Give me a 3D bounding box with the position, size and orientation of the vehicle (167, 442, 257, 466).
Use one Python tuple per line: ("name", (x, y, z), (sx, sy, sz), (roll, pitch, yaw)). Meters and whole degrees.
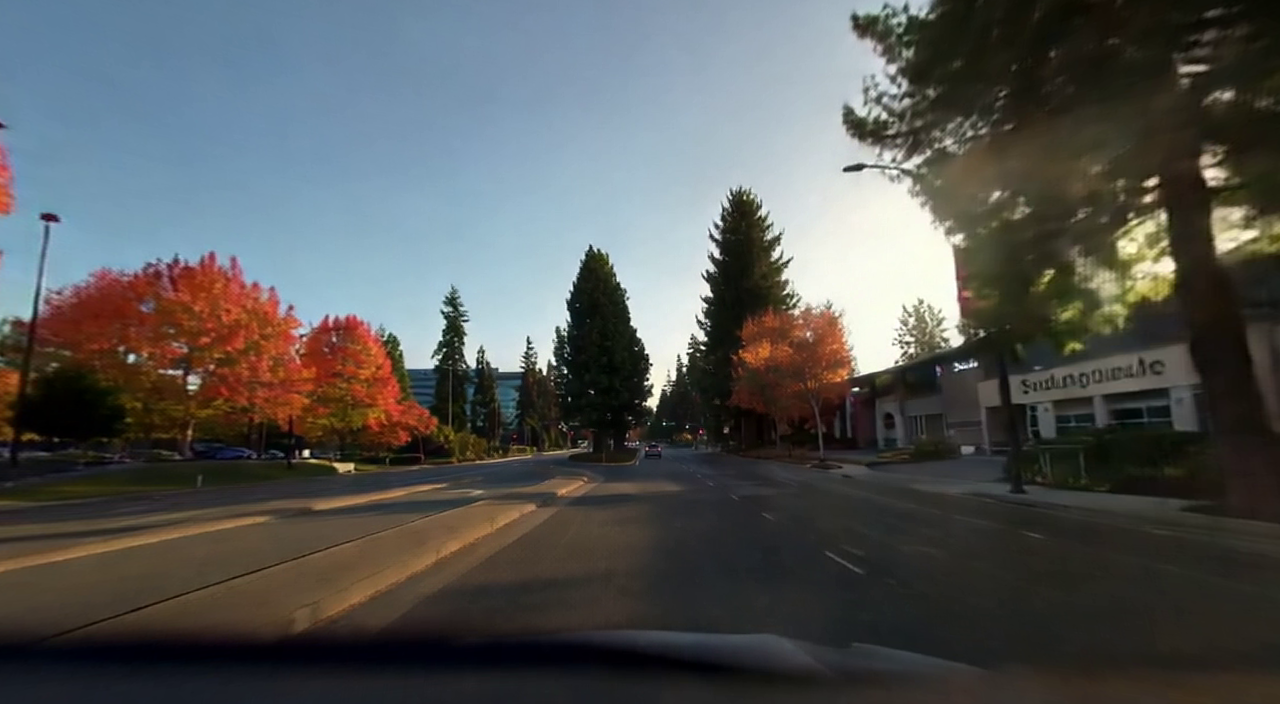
("vehicle", (-30.119, 7.228, 44.511), (4.706, 1.457, 1.999), (3, -11, -4))
